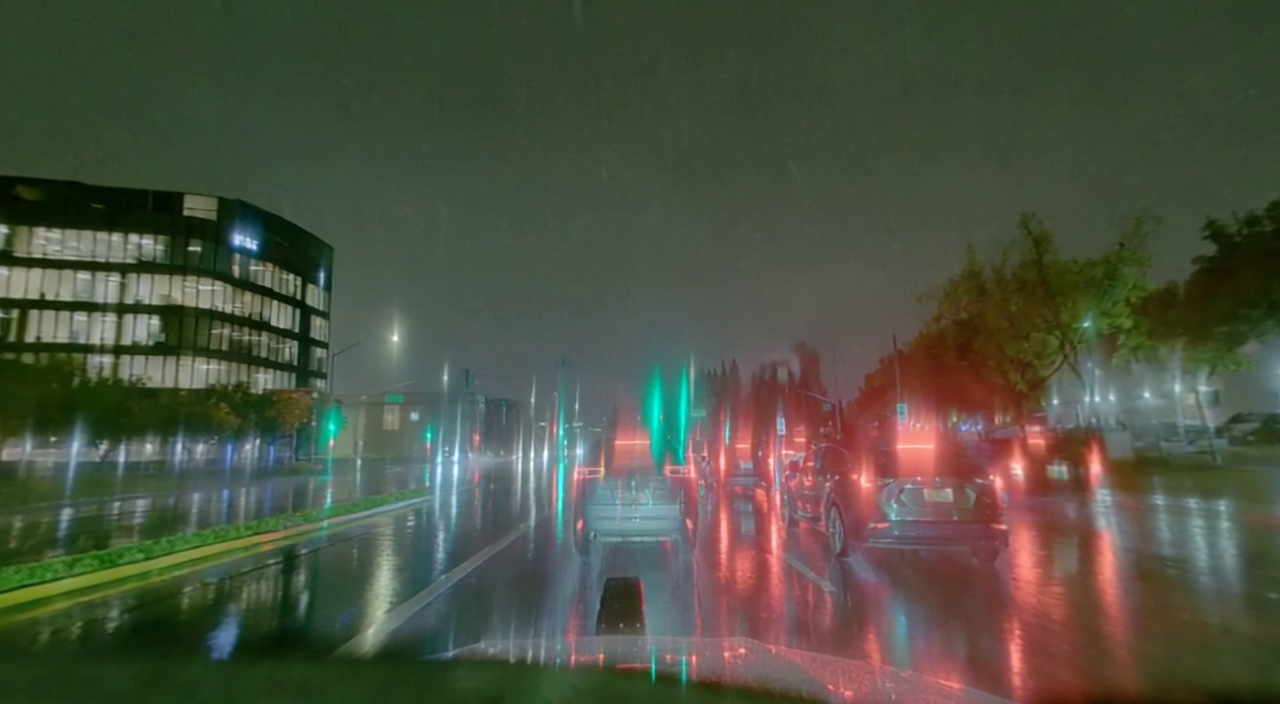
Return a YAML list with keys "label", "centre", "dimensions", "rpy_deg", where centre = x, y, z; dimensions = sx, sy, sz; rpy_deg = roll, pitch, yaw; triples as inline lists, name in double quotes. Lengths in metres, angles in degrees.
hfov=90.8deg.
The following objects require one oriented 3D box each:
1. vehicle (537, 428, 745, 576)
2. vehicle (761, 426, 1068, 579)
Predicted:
- label: "vehicle"
  centre: [-0.036, 1.825, 8.532]
  dimensions: [2.105, 1.474, 4.127]
  rpy_deg: [0, -8, -1]
- label: "vehicle"
  centre: [3.134, 1.809, 8.513]
  dimensions: [1.995, 1.483, 4.533]
  rpy_deg: [0, -8, -2]
